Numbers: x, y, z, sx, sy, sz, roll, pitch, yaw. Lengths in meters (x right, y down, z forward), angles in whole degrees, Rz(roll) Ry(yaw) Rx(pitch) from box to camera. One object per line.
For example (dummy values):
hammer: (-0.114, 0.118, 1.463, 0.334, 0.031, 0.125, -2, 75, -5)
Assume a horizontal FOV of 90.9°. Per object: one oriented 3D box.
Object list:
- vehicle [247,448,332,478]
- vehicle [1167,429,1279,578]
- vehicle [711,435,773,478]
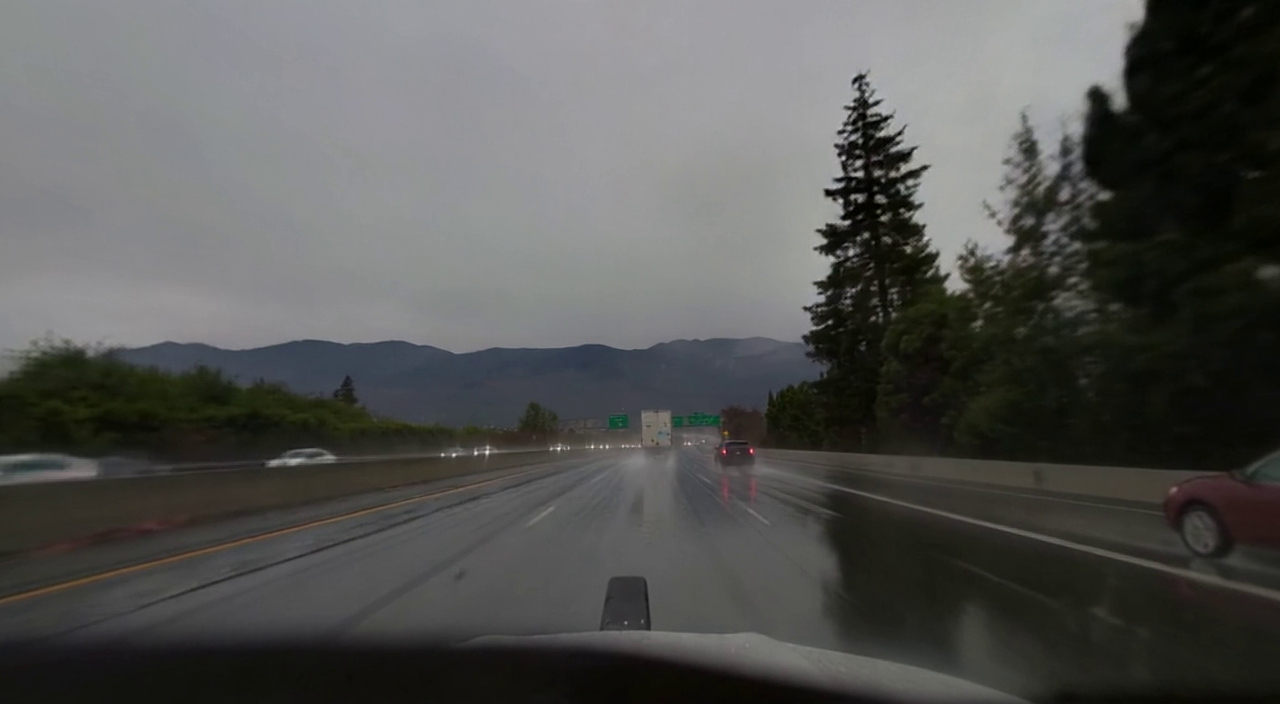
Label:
vehicle: (-19.042, 6.037, 34.515, 1.860, 1.493, 4.718, -1, -8, 2)
vehicle: (7.215, 1.345, 5.291, 1.982, 1.440, 4.171, -1, -8, 1)
vehicle: (4.142, 4.295, 26.178, 1.880, 1.624, 3.941, 0, -8, 0)
